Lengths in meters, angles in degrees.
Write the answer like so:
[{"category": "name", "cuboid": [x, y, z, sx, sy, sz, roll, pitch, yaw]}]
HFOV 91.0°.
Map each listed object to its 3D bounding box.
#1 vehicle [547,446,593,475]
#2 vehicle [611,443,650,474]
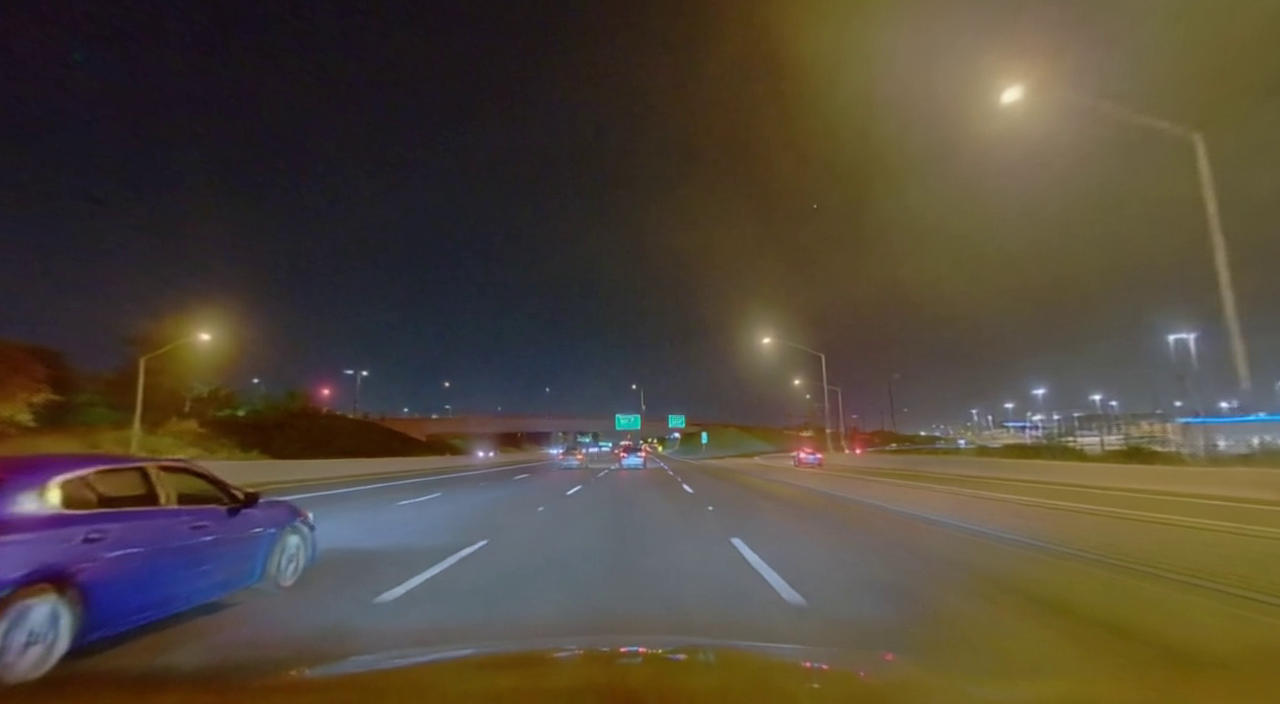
[{"category": "vehicle", "cuboid": [-4.089, 6.412, 37.461, 2.071, 1.553, 4.388, 0, -9, 2]}, {"category": "vehicle", "cuboid": [-0.495, 6.156, 36.651, 2.102, 1.692, 4.057, 0, -9, 1]}]
